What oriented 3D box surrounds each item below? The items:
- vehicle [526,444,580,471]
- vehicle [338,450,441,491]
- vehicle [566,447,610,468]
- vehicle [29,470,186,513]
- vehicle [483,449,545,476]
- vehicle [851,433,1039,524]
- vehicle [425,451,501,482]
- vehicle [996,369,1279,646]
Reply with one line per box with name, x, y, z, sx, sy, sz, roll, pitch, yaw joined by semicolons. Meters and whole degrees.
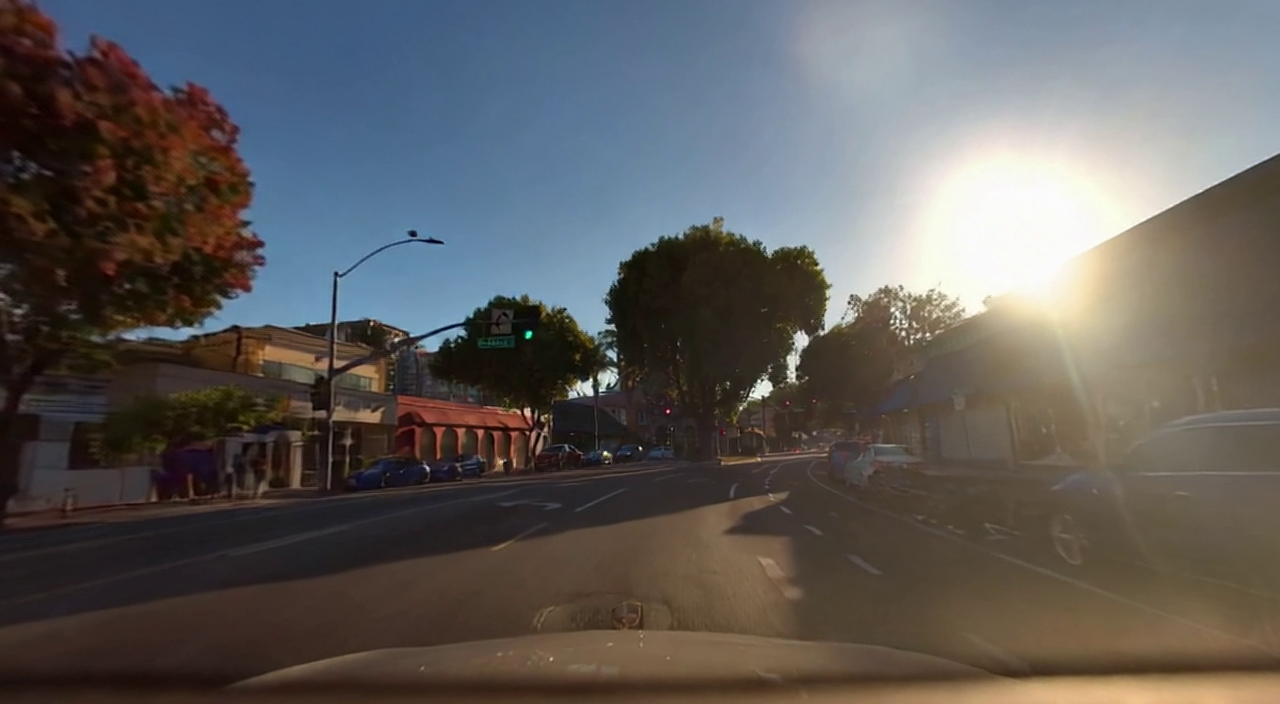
vehicle;-5.917;7.278;43.836;1.933;1.759;5.002;-3;-9;14
vehicle;-10.390;4.933;26.669;1.882;1.508;4.476;-2;-9;10
vehicle;-4.001;8.212;49.332;1.830;1.497;4.436;-3;-9;19
vehicle;-19.785;5.183;23.592;4.178;1.407;2.012;-1;-9;6
vehicle;-7.651;6.745;38.822;1.811;1.459;4.702;-3;-9;15
vehicle;5.882;2.465;12.953;1.977;1.497;4.680;-1;-9;7
vehicle;-9.138;5.929;33.094;1.841;1.444;4.554;-2;-9;13
vehicle;5.282;1.147;5.018;2.041;1.811;5.168;-1;-9;2
